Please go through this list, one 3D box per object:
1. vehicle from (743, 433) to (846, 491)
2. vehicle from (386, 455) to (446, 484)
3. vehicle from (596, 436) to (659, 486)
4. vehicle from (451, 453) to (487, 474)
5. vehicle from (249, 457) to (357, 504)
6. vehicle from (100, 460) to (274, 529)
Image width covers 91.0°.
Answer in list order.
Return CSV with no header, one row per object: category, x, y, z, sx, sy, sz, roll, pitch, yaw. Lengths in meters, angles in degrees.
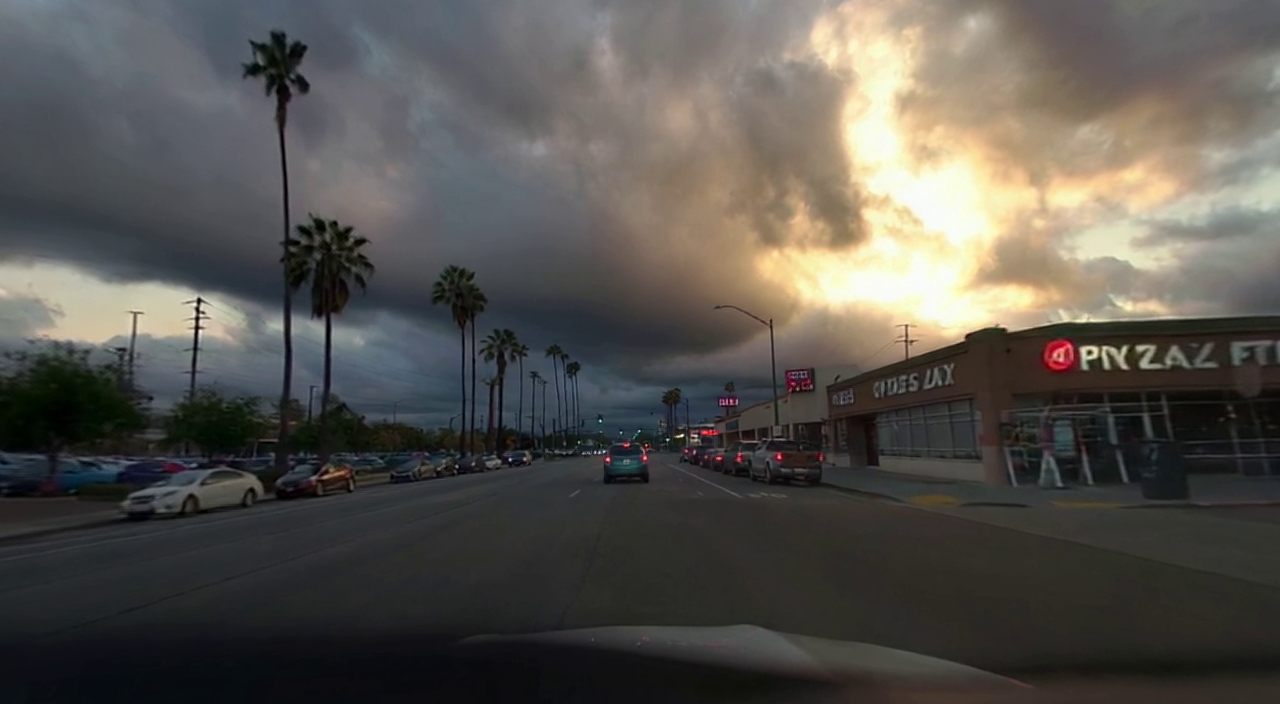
vehicle,5.647,4.111,23.986,2.430,1.924,5.779,0,-8,0
vehicle,-13.234,6.927,37.462,1.840,1.521,4.450,0,-8,1
vehicle,-0.429,4.198,24.497,2.239,1.763,4.096,0,-8,0
vehicle,-13.248,8.687,49.053,1.774,1.522,3.699,0,-8,0
vehicle,-13.331,5.064,25.242,1.968,1.472,4.345,-4,-9,0
vehicle,-13.132,4.101,18.672,1.881,1.484,4.565,-5,-8,-1
